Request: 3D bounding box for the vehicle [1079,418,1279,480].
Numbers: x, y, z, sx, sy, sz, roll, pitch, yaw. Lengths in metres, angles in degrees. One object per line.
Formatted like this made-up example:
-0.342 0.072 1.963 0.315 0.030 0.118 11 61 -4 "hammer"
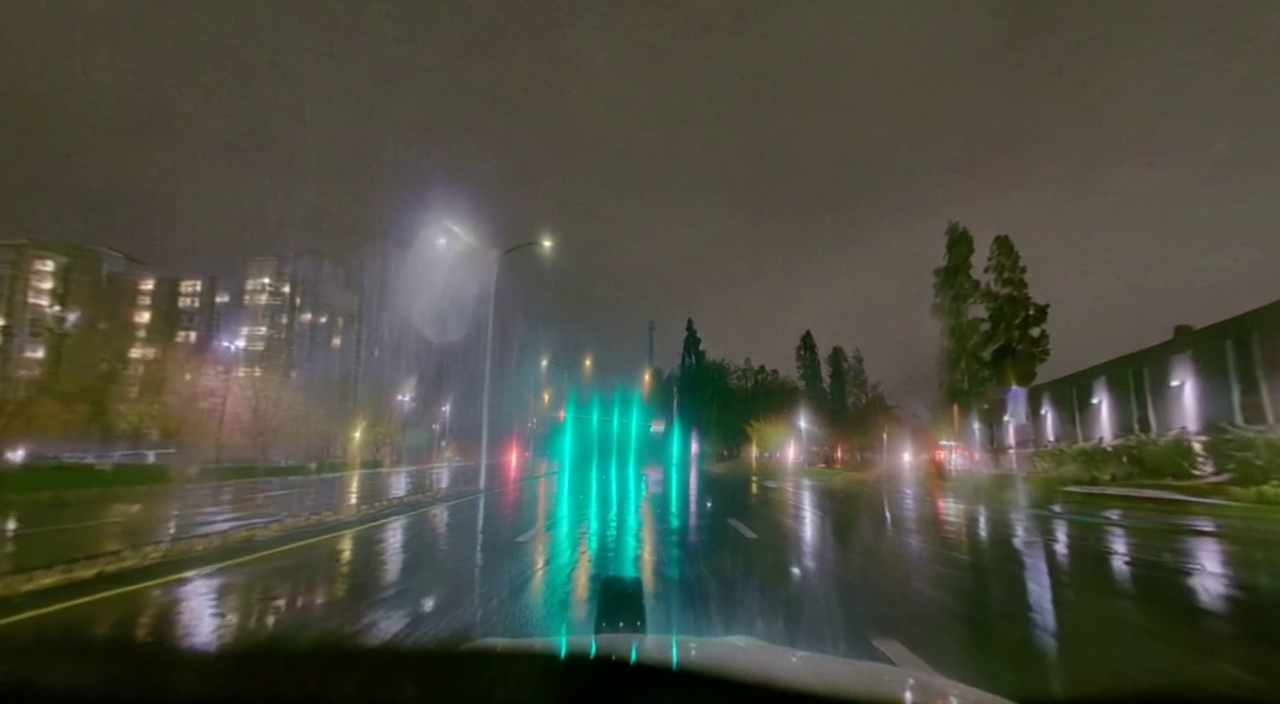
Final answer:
37.770 6.731 43.376 3.455 3.683 12.209 6 -10 -24 "vehicle"
